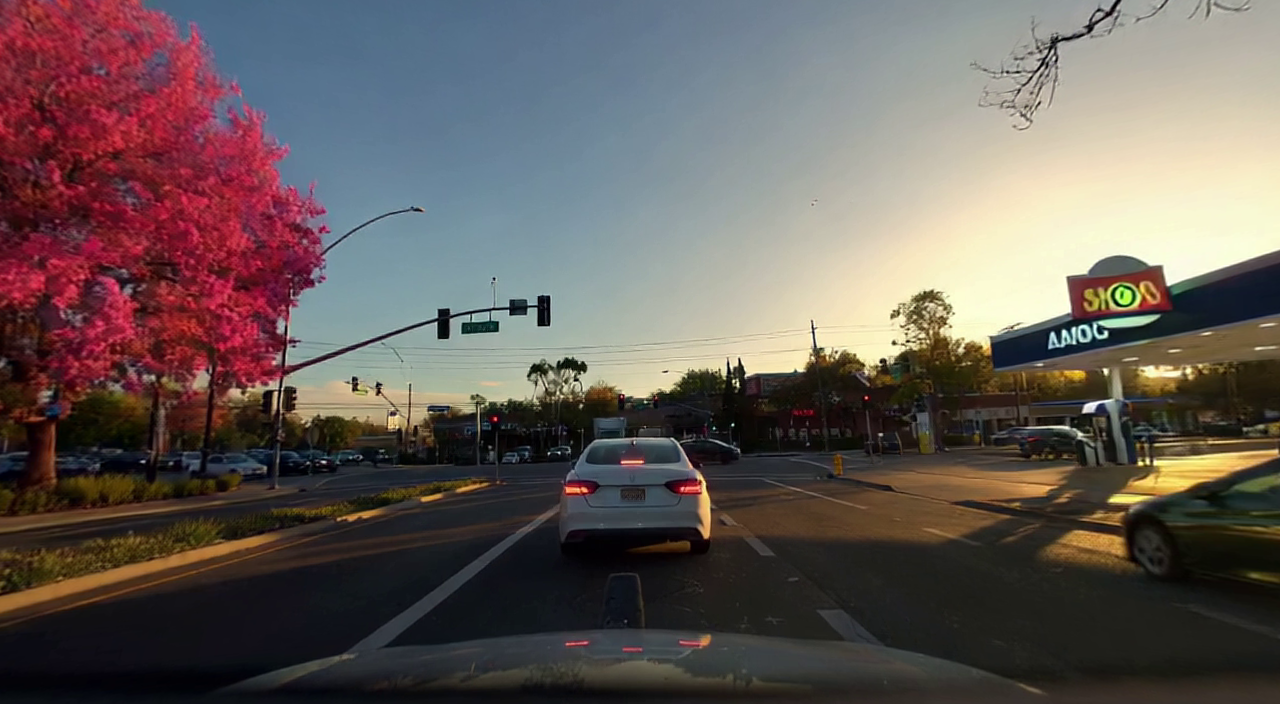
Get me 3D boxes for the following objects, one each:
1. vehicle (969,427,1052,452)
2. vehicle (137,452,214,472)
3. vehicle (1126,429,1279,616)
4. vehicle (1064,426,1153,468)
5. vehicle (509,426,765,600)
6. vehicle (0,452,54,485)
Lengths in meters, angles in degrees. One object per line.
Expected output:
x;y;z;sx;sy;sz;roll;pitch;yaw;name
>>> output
27.123;6.424;46.284;4.664;1.728;2.171;-1;-8;3;vehicle
-34.881;8.272;47.361;4.466;1.438;1.837;-1;-8;5;vehicle
6.188;1.292;4.481;1.942;1.511;4.390;0;-8;0;vehicle
18.589;3.756;24.913;4.300;1.495;2.053;8;-12;-44;vehicle
-0.055;1.694;7.554;2.213;1.482;4.057;0;-8;-1;vehicle
-33.302;6.037;32.897;2.186;1.588;4.686;3;-9;-20;vehicle
